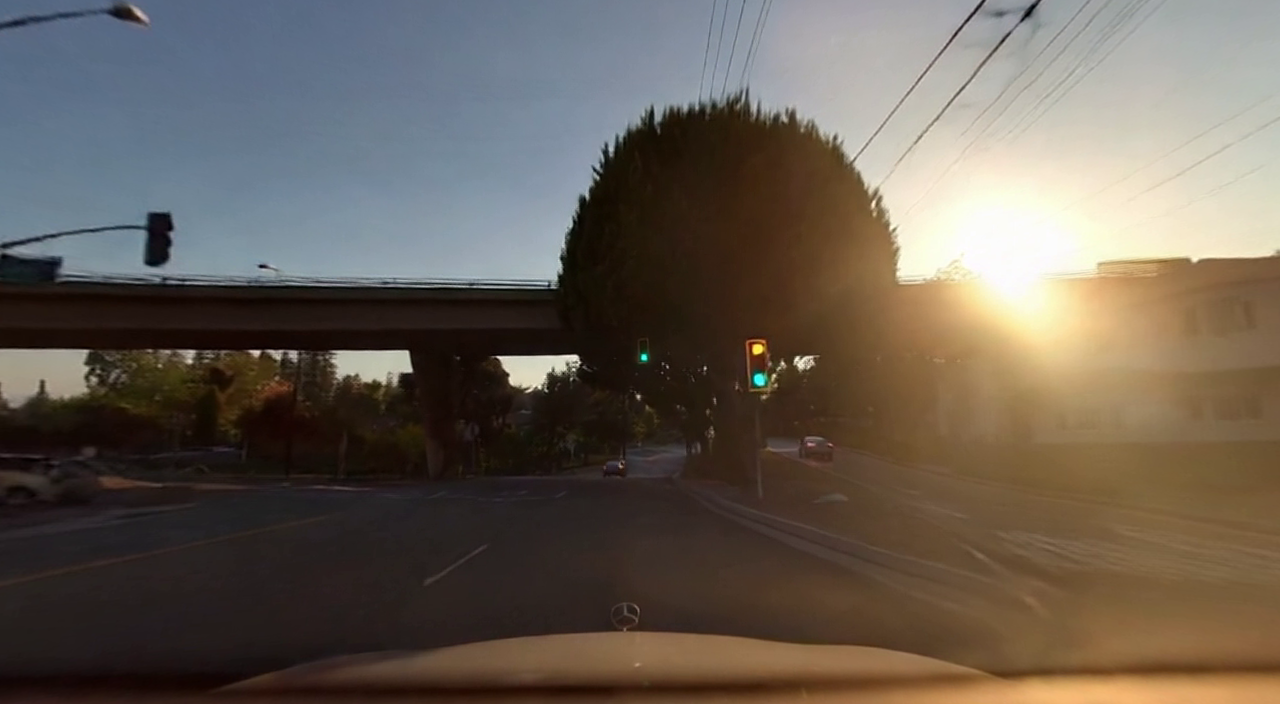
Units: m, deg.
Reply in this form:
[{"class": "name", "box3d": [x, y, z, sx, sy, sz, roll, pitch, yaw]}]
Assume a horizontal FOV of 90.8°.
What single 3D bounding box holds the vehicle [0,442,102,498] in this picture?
[{"class": "vehicle", "box3d": [-19.525, 3.583, 19.414, 3.877, 1.623, 2.049, 2, -9, -9]}]
